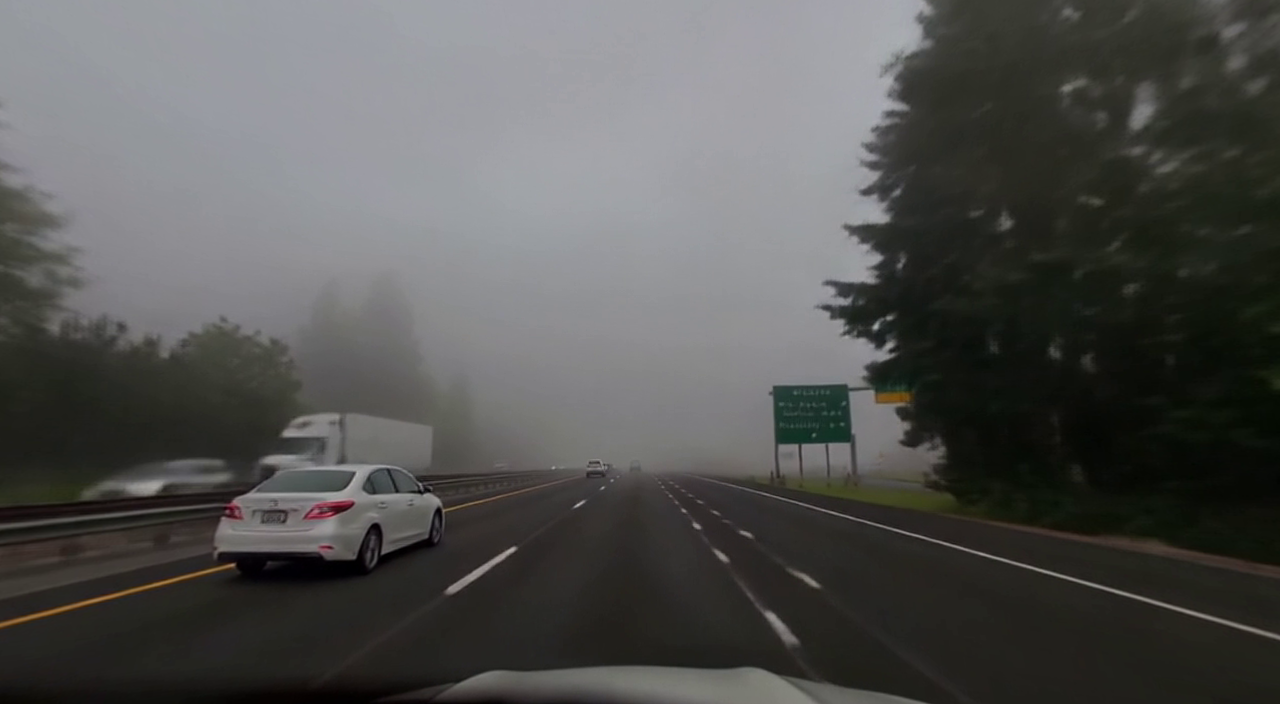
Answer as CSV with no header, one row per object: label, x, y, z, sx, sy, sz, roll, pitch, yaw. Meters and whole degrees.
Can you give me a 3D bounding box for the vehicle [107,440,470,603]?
vehicle,-3.806,1.957,8.020,1.998,1.427,4.462,1,-11,0
